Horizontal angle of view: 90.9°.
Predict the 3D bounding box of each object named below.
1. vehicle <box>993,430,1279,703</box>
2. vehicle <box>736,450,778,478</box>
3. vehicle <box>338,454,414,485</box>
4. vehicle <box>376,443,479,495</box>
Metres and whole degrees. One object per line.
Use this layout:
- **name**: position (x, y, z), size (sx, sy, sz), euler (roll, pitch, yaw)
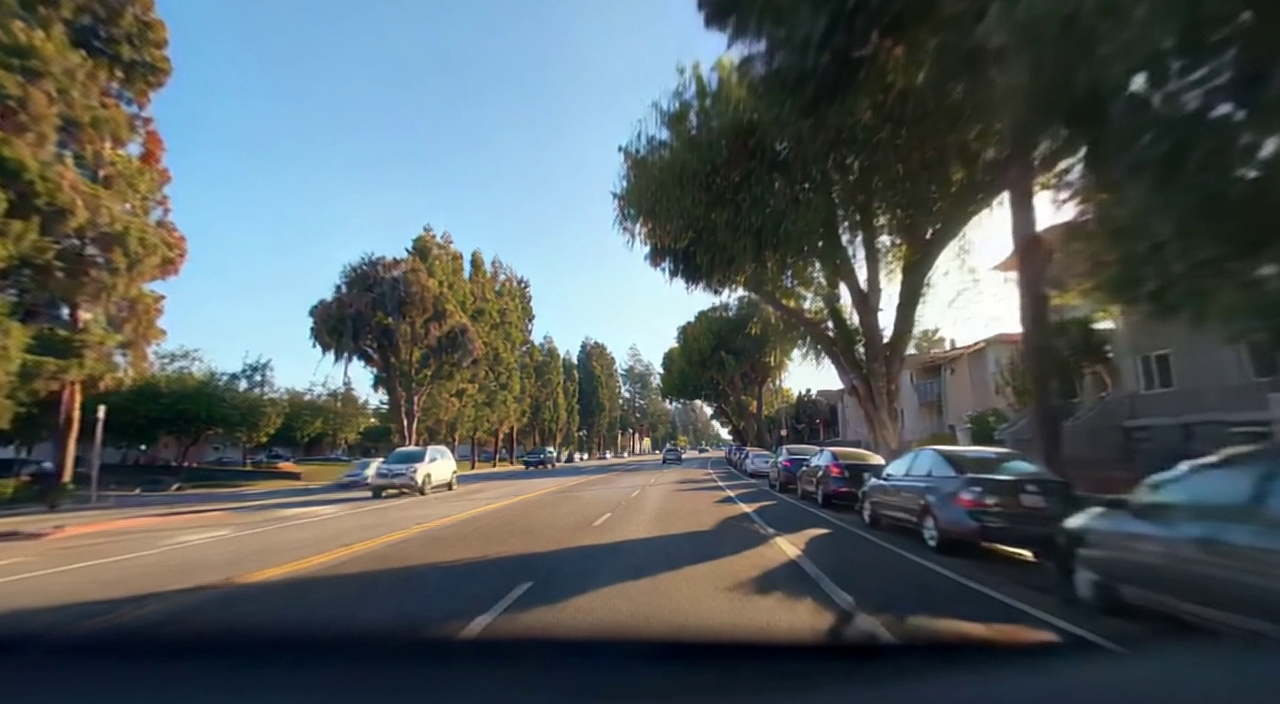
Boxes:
- **vehicle**: position (4.364, 1.197, 3.587), size (2.080, 1.490, 5.001), euler (-1, -8, 4)
- **vehicle**: position (6.473, 6.241, 35.377), size (1.833, 1.399, 4.727), euler (-1, -8, 5)
- **vehicle**: position (-14.374, 6.419, 34.625), size (1.909, 1.483, 4.498), euler (-1, -8, 5)
- **vehicle**: position (-7.740, 4.270, 23.592), size (2.331, 1.696, 4.861), euler (0, -8, -2)
